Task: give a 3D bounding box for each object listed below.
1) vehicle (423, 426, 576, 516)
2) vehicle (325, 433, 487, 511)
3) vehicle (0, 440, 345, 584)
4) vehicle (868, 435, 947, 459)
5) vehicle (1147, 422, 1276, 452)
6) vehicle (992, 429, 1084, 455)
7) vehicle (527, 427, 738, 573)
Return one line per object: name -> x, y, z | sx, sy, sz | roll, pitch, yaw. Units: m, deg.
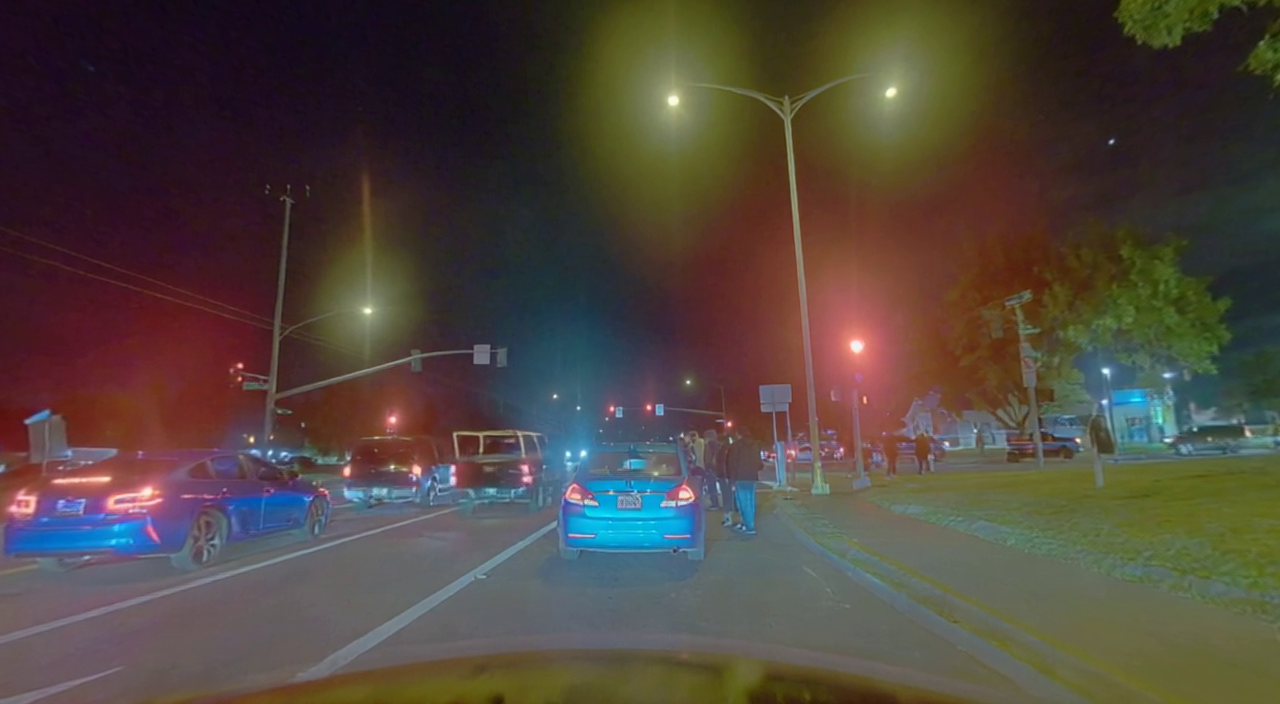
vehicle -> -3.108, 2.796, 15.358 | 2.273, 1.788, 5.258 | -1, -9, 3
vehicle -> -6.153, 3.214, 17.423 | 2.230, 1.811, 5.183 | -1, -9, 3
vehicle -> -6.331, 2.063, 9.004 | 1.948, 1.530, 4.283 | 0, -9, 3
vehicle -> 17.509, 6.215, 41.123 | 4.441, 1.452, 1.798 | -5, -10, 30
vehicle -> 30.536, 4.602, 33.784 | 4.739, 1.472, 1.804 | -5, -10, 30
vehicle -> 23.821, 5.436, 37.737 | 4.454, 1.440, 1.816 | -5, -10, 30
vehicle -> -0.051, 1.857, 8.670 | 2.182, 1.501, 4.150 | 0, -9, 1
